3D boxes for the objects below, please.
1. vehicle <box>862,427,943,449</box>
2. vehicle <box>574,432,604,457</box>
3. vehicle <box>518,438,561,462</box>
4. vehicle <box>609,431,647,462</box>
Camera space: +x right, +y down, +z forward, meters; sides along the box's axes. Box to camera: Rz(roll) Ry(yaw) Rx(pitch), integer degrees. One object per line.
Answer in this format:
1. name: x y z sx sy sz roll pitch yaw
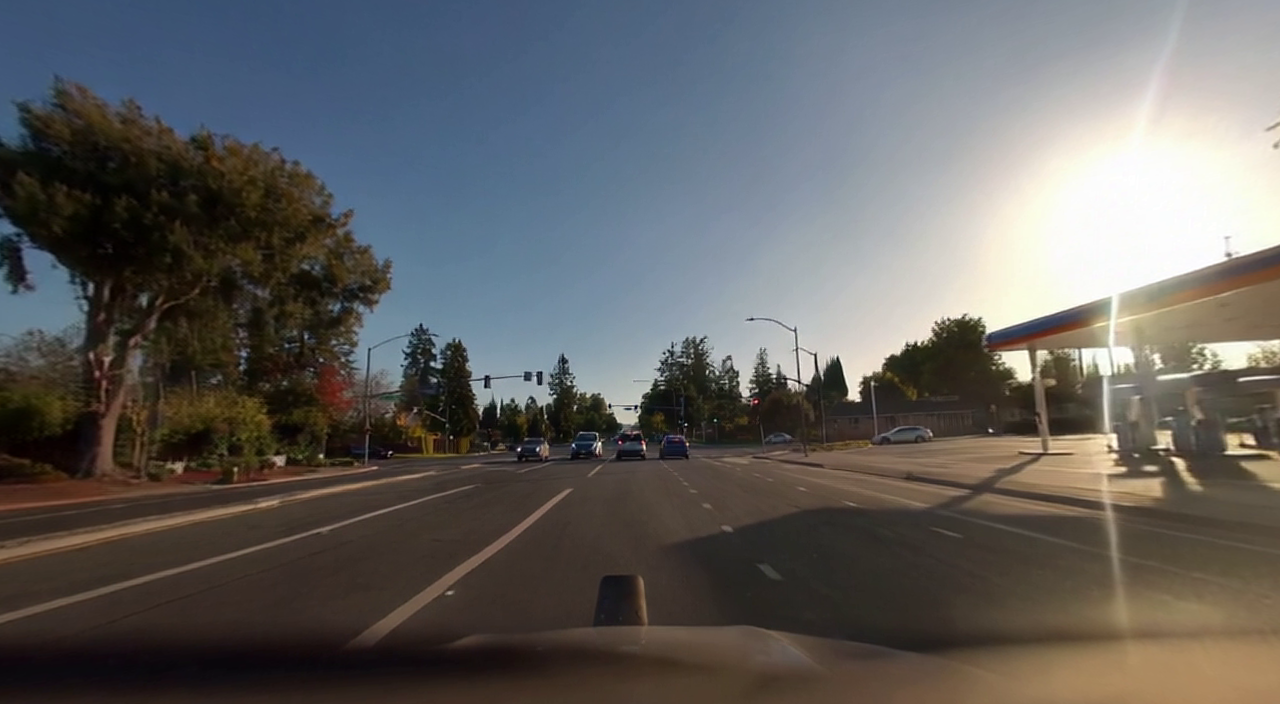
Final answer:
1. vehicle: 18.043 5.911 43.360 4.660 1.462 2.034 0 -9 0
2. vehicle: -3.956 7.282 49.416 2.139 1.851 3.970 0 -9 -3
3. vehicle: -6.334 6.199 40.014 2.033 1.442 4.668 0 -8 -1
4. vehicle: -0.697 5.711 38.156 2.146 1.742 4.095 0 -8 0
